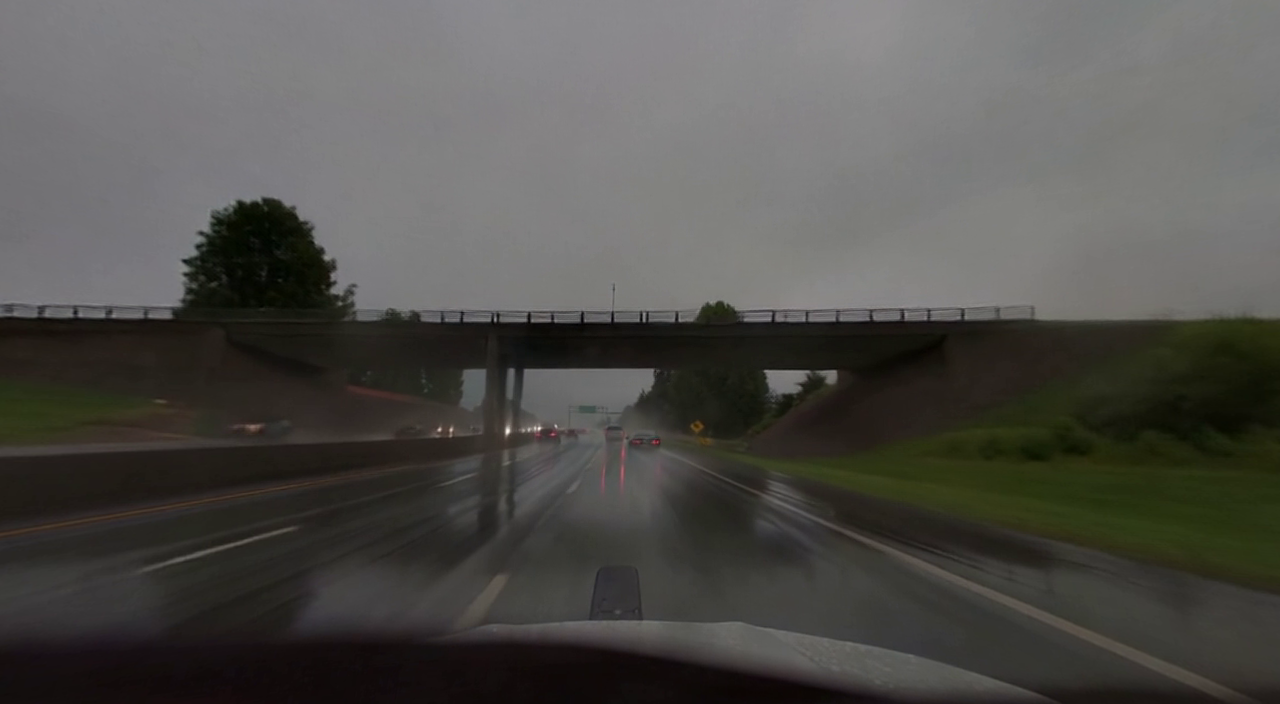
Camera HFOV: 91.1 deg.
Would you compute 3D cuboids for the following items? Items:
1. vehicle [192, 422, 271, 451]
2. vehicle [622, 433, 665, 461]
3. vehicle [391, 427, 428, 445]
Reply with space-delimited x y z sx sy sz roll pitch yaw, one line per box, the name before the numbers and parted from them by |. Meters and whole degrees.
vehicle | -21.287 4.419 32.932 1.746 1.401 3.823 1 -8 -4
vehicle | 0.091 4.809 32.174 1.999 1.329 3.913 0 -8 -3
vehicle | -17.773 6.480 48.557 1.622 1.361 3.497 0 -8 -2
